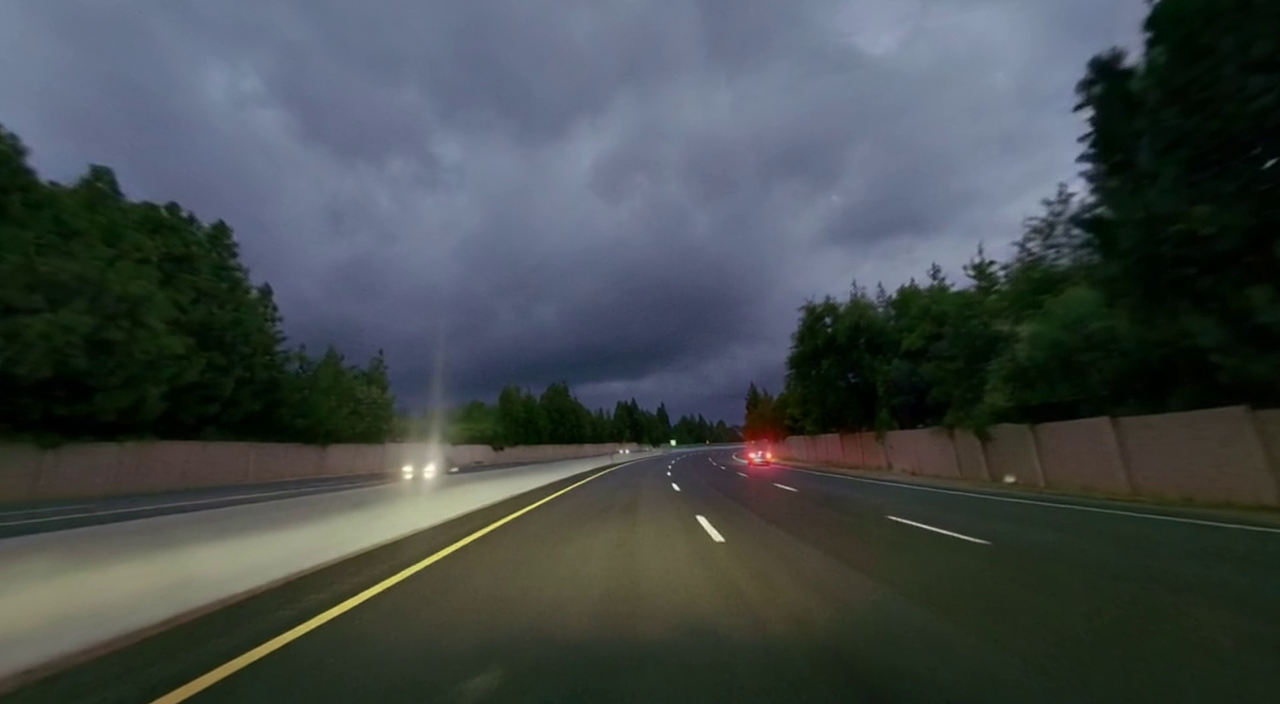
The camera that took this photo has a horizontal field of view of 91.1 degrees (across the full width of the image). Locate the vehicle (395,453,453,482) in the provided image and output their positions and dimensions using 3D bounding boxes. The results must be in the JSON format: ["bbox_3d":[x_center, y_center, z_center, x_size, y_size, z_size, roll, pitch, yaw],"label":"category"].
[{"bbox_3d":[-12.129,6.506,35.614,1.876,1.462,3.677,-1,-9,2],"label":"vehicle"}]

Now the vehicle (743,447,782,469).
[{"bbox_3d":[8.947,7.796,46.396,1.983,1.486,4.545,-1,-9,0],"label":"vehicle"}]
